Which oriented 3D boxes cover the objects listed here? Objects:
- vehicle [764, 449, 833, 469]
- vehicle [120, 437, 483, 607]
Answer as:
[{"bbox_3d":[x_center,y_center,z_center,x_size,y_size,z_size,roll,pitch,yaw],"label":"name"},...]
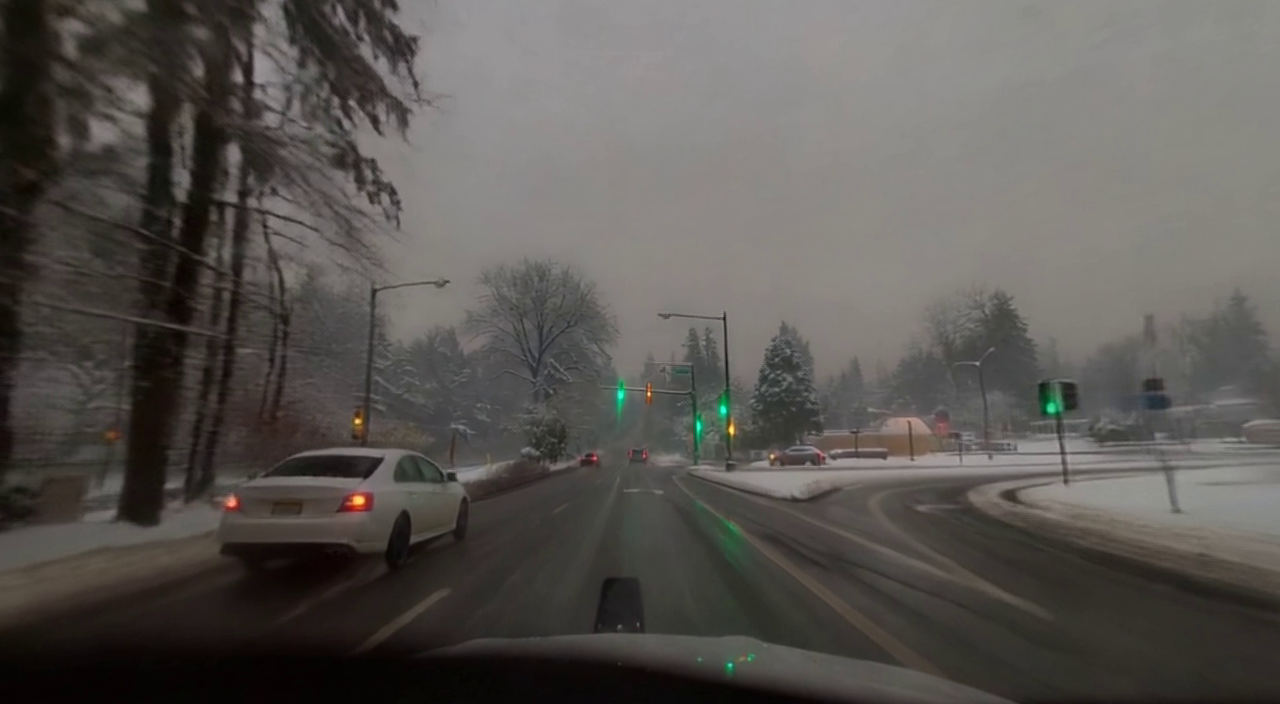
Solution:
[{"bbox_3d":[11.930,8.075,47.656,4.632,1.473,1.889,1,-9,-3],"label":"vehicle"},{"bbox_3d":[-3.540,1.842,7.830,1.968,1.459,4.433,0,-9,1],"label":"vehicle"}]
